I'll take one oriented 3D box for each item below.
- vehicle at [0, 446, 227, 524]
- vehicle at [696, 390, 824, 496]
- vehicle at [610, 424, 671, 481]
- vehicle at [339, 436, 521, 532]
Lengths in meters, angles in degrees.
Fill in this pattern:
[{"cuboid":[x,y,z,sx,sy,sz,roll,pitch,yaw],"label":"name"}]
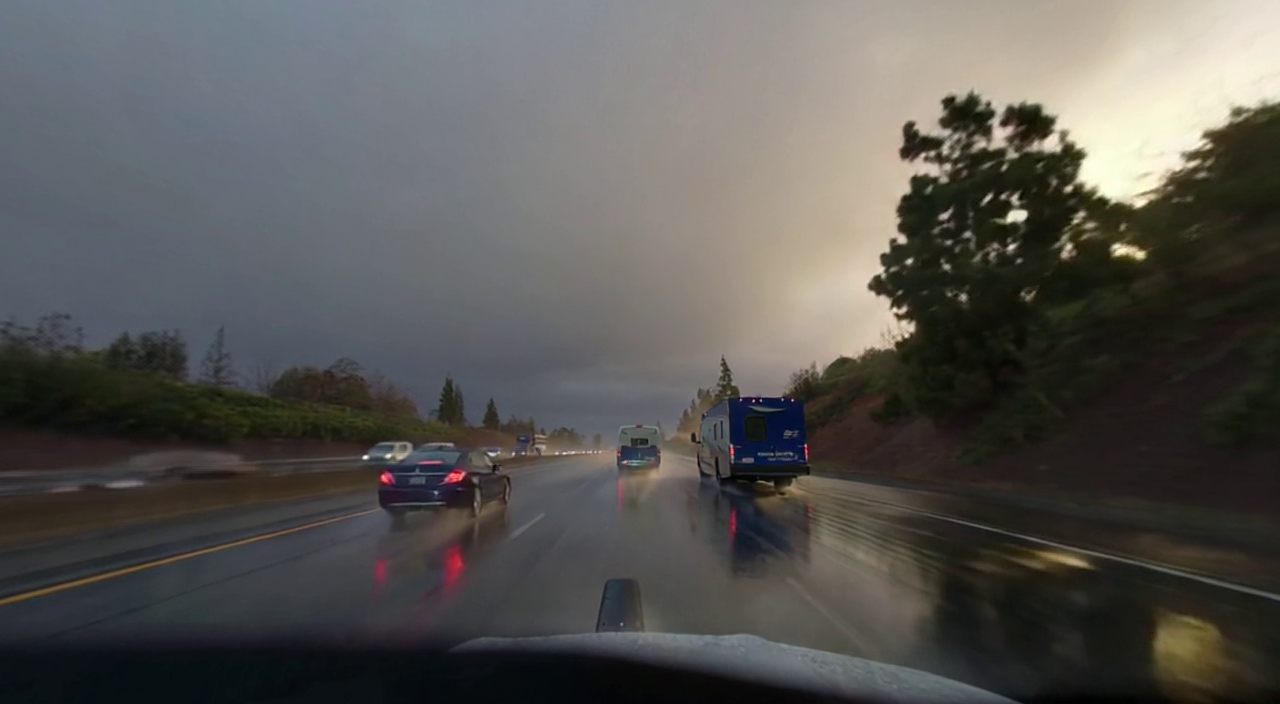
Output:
[{"cuboid":[-11.716,2.864,14.155,1.934,1.453,4.281,0,-9,1],"label":"vehicle"},{"cuboid":[3.638,3.074,21.164,2.607,2.910,7.252,0,-9,-2],"label":"vehicle"},{"cuboid":[-0.004,4.496,28.414,2.524,2.310,4.986,0,-9,0],"label":"vehicle"},{"cuboid":[-3.760,2.455,12.334,1.959,1.502,4.559,0,-9,0],"label":"vehicle"}]
